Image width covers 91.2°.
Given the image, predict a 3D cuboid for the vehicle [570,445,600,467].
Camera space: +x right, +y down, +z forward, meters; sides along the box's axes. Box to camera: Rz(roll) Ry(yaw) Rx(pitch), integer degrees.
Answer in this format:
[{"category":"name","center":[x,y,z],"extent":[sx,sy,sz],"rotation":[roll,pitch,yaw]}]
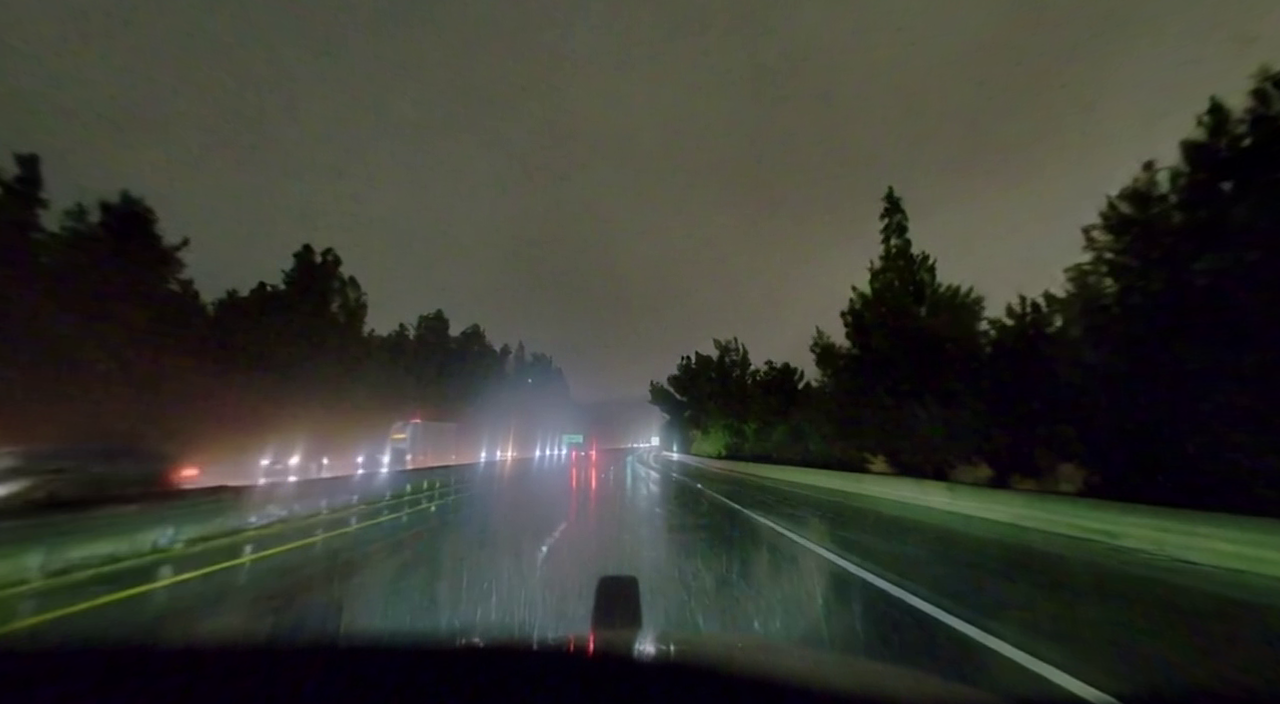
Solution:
[{"category":"vehicle","center":[-4.303,8.219,49.657],"extent":[2.098,1.692,4.038],"rotation":[0,-9,0]}]

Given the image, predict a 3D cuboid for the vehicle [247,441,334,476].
[{"category":"vehicle","center":[-17.373,5.307,31.424],"extent":[1.908,1.563,4.329],"rotation":[0,-9,-1]}]

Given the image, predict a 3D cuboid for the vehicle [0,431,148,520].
[{"category":"vehicle","center":[-11.597,2.218,11.428],"extent":[1.887,1.473,4.124],"rotation":[0,-9,0]}]

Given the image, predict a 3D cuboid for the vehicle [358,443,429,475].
[{"category":"vehicle","center":[-12.522,5.439,32.112],"extent":[1.898,1.498,4.375],"rotation":[0,-9,-1]}]
